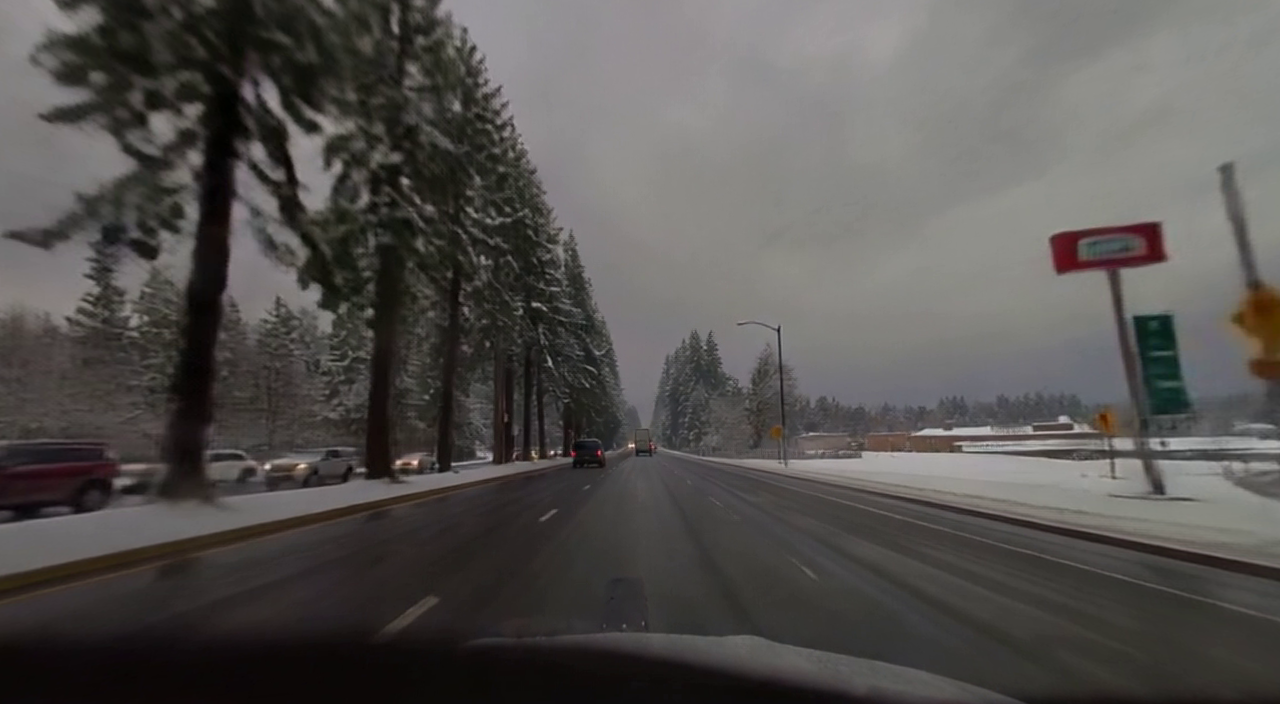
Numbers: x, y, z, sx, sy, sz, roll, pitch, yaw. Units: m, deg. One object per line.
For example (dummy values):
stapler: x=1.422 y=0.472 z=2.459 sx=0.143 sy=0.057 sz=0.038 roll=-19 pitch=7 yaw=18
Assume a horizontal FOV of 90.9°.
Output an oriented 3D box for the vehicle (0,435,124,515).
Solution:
vehicle: x=-15.796 y=3.019 z=15.773 sx=2.182 sy=1.790 sz=4.713 roll=1 pitch=-9 yaw=-8

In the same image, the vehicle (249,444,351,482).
vehicle: x=-16.704 y=5.440 z=31.338 sx=2.225 sy=1.719 sz=4.915 roll=0 pitch=-8 yaw=2

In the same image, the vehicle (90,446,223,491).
vehicle: x=-20.157 y=4.842 z=26.586 sx=2.002 sy=1.691 sz=4.375 roll=0 pitch=-8 yaw=2

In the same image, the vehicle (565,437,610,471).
vehicle: x=-3.185 y=6.293 z=39.099 sx=2.255 sy=1.940 sz=4.822 roll=0 pitch=-8 yaw=1
